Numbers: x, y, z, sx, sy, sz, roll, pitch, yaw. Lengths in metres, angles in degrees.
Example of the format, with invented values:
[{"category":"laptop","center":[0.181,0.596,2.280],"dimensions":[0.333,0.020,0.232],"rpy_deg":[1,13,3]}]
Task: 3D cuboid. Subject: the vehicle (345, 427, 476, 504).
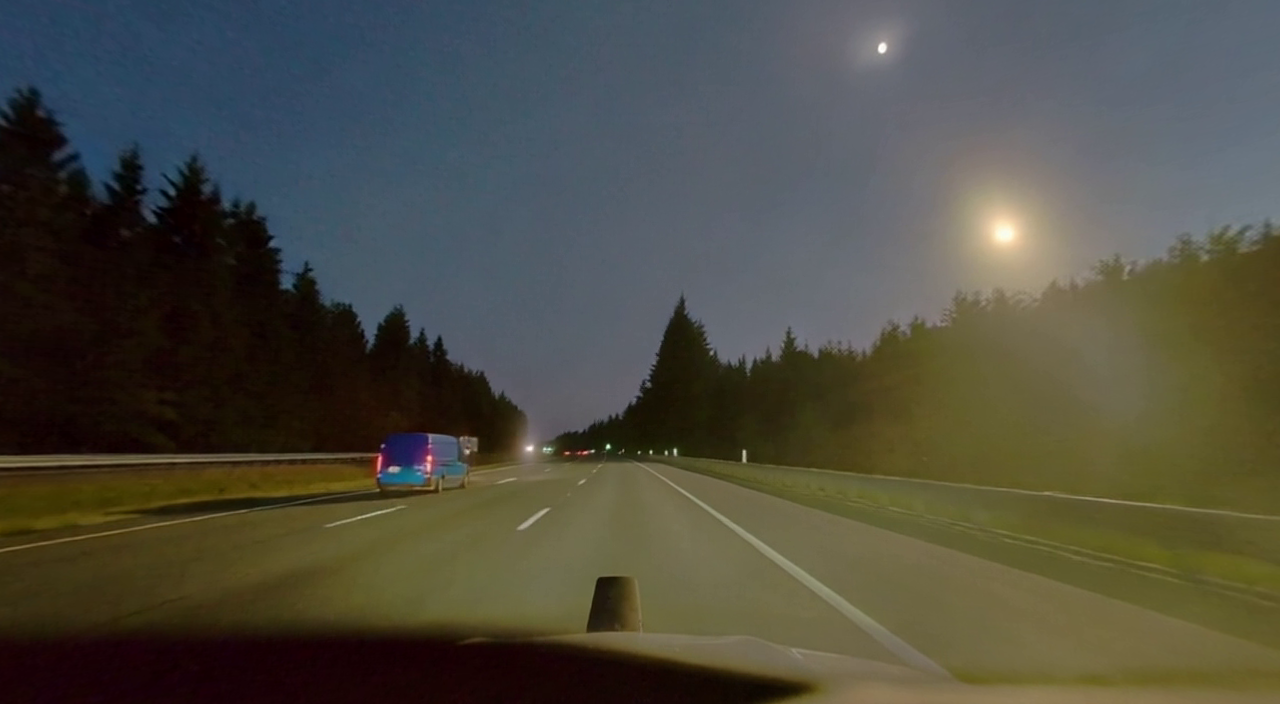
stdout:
[{"category":"vehicle","center":[-6.827,3.456,19.488],"dimensions":[2.197,2.038,4.919],"rpy_deg":[0,-9,-1]}]
